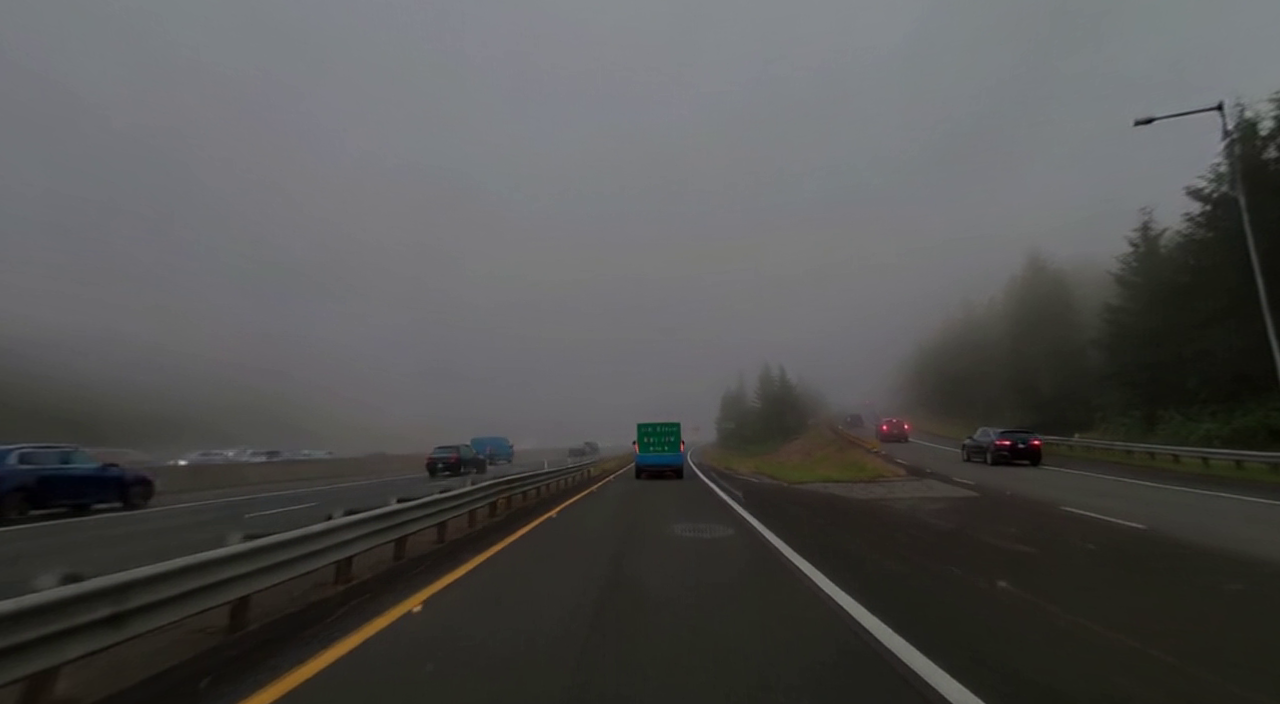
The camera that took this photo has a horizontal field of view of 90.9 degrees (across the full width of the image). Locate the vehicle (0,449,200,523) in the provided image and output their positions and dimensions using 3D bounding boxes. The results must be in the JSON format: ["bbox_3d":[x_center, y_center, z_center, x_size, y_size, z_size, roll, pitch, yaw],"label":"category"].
[{"bbox_3d":[-13.437,3.119,15.358,1.918,1.451,4.668,-1,-8,2],"label":"vehicle"}]

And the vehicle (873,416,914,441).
[{"bbox_3d":[19.718,6.034,49.219,2.167,1.798,4.838,-2,-8,13],"label":"vehicle"}]

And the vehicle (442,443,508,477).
[{"bbox_3d":[-8.231,5.411,31.910,1.896,1.543,4.429,-1,-8,4],"label":"vehicle"}]

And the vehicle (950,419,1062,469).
[{"bbox_3d":[13.475,3.443,23.620,2.098,1.654,4.637,-2,-8,10],"label":"vehicle"}]

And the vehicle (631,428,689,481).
[{"bbox_3d":[0.756,3.965,24.629,2.043,1.821,4.558,0,-8,1],"label":"vehicle"}]
